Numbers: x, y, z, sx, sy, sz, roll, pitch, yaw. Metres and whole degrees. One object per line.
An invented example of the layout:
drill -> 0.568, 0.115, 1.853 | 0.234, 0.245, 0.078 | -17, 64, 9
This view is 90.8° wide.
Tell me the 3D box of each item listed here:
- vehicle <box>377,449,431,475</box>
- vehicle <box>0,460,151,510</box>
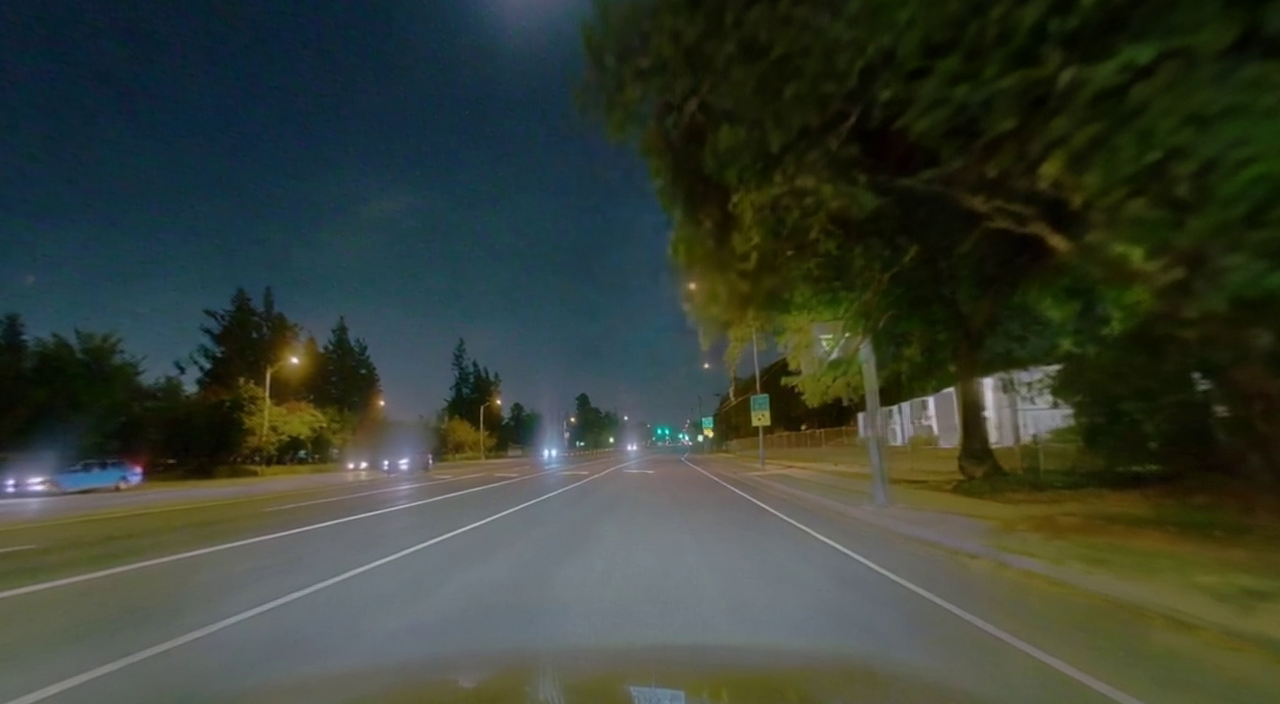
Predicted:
vehicle -> -15.837, 7.366, 42.614 | 1.925, 1.649, 4.010 | -1, -8, 2
vehicle -> -20.288, 4.651, 22.531 | 1.806, 1.438, 4.461 | -1, -8, 7
